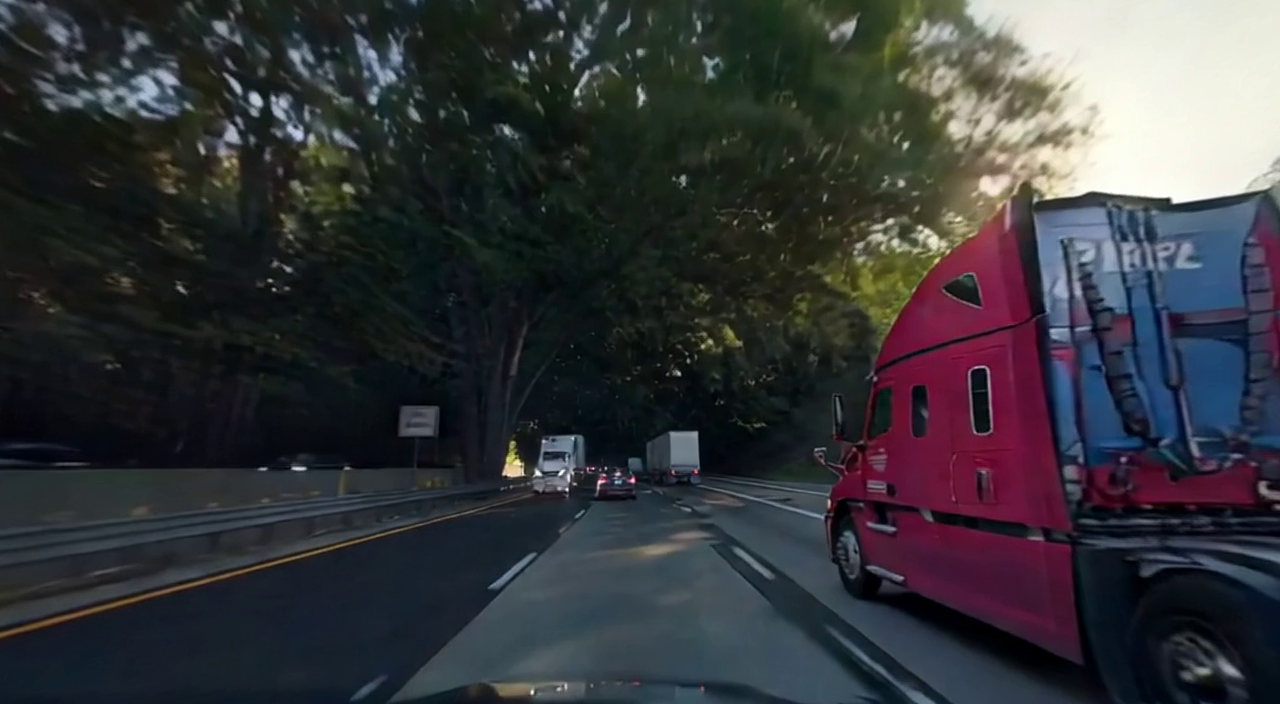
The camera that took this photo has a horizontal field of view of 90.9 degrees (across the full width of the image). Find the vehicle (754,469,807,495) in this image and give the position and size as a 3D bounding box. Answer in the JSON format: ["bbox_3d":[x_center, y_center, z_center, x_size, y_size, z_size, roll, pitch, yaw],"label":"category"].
[{"bbox_3d":[8.949,8.299,40.519,1.970,1.517,4.765,2,-11,-5],"label":"vehicle"}]

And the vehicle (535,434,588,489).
[{"bbox_3d":[-5.616,8.200,46.780,2.941,3.604,9.047,1,-10,-2],"label":"vehicle"}]

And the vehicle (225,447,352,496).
[{"bbox_3d":[-12.485,4.315,22.792,2.009,1.548,4.603,1,-11,-1],"label":"vehicle"}]

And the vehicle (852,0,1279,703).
[{"bbox_3d":[3.972,-0.454,0.249,2.856,4.040,14.009,1,-11,0],"label":"vehicle"}]

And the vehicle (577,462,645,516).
[{"bbox_3d":[-0.904,4.575,21.442,2.010,1.580,4.949,1,-10,-1],"label":"vehicle"}]
